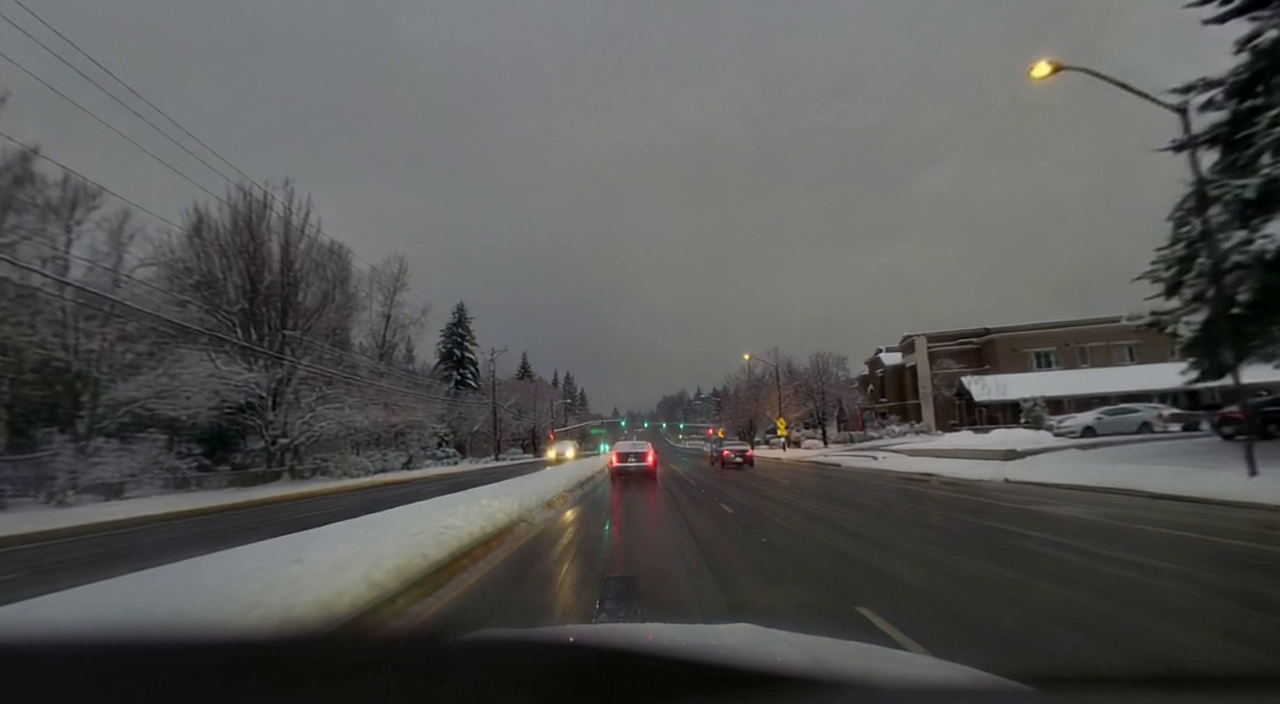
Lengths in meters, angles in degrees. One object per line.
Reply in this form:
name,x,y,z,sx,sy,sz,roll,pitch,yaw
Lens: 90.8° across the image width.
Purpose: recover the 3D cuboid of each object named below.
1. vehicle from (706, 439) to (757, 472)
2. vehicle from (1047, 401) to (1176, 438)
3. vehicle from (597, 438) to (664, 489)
vehicle,4.761,5.462,33.475,1.987,1.613,4.081,0,-9,-1
vehicle,22.399,3.245,30.154,4.531,1.432,1.949,-3,-9,-1
vehicle,-0.292,3.943,22.678,2.181,1.639,4.127,-1,-9,1
